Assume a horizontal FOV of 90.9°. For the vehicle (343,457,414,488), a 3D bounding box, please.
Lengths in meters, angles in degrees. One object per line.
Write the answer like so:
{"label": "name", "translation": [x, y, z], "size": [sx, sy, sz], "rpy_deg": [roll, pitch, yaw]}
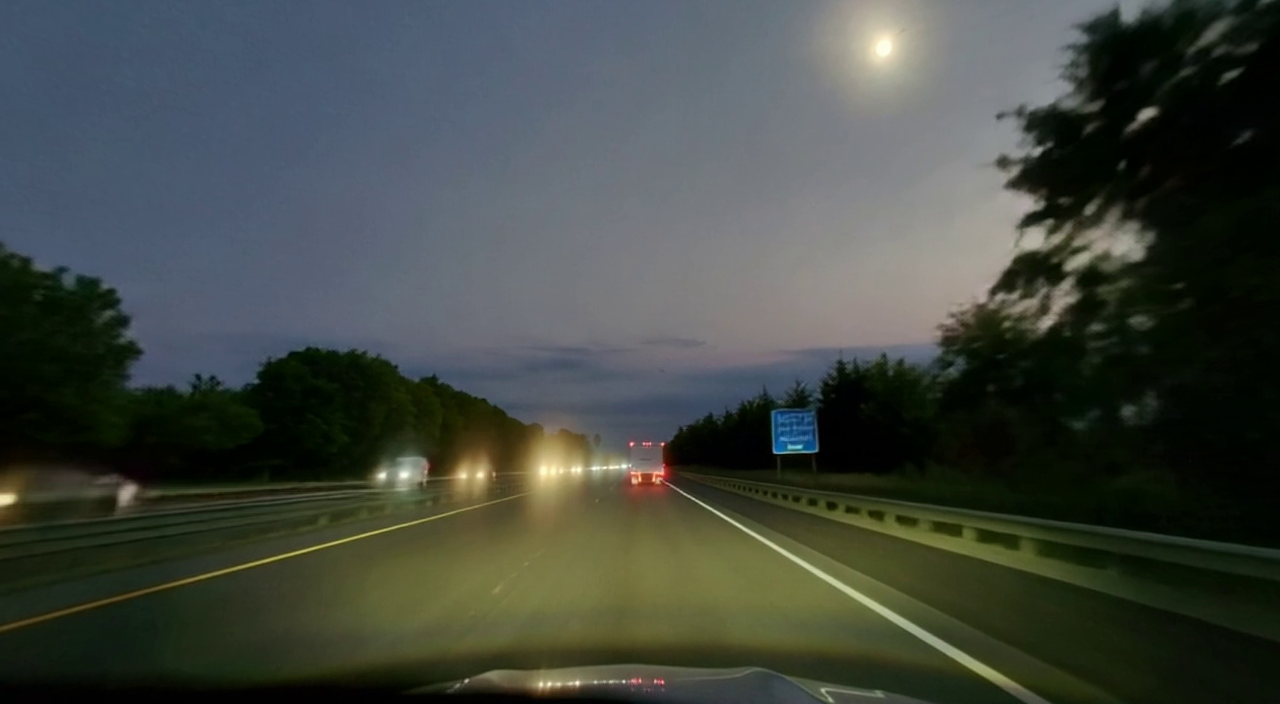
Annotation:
{"label": "vehicle", "translation": [-16.329, 7.573, 39.674], "size": [2.028, 1.777, 5.635], "rpy_deg": [1, -10, 0]}

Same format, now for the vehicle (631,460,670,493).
{"label": "vehicle", "translation": [0.561, 6.956, 35.280], "size": [2.048, 1.663, 4.377], "rpy_deg": [1, -10, 0]}
